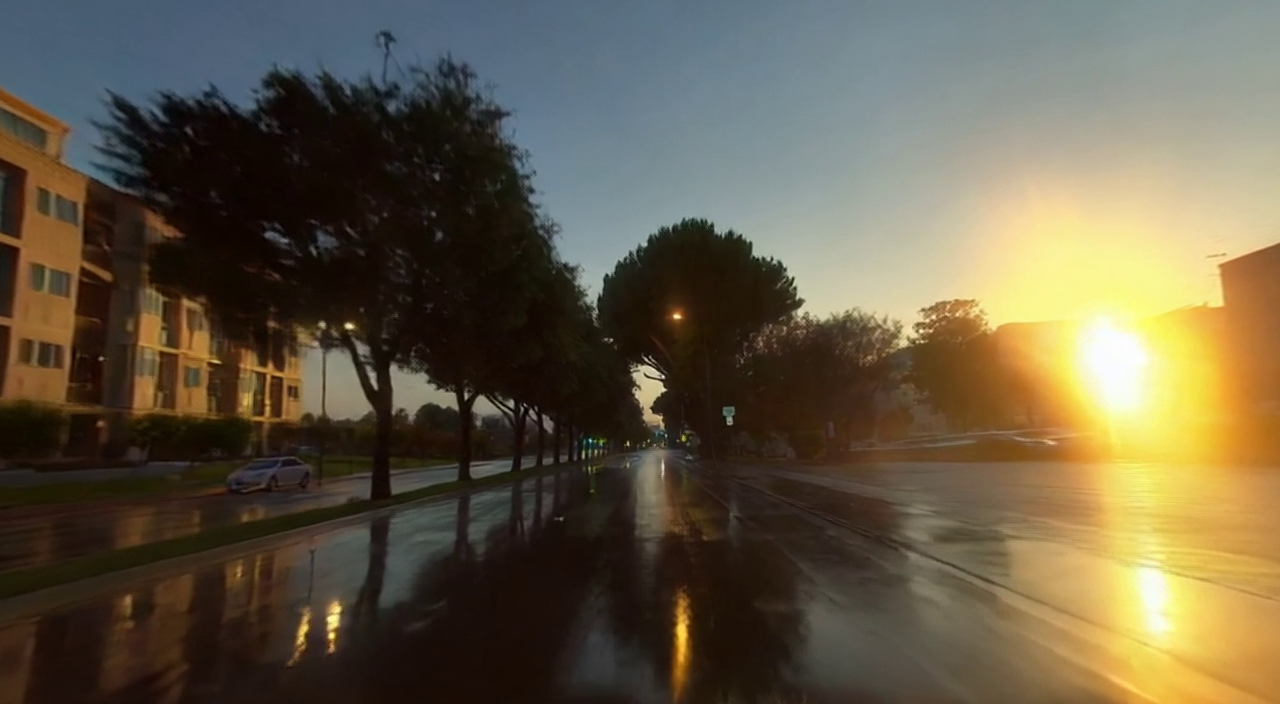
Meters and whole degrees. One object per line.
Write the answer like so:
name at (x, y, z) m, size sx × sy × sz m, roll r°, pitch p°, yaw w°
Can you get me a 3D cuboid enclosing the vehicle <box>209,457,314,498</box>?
vehicle at (-16.638, 5.523, 27.991) m, size 1.807 × 1.570 × 4.557 m, roll 0°, pitch -9°, yaw 0°
